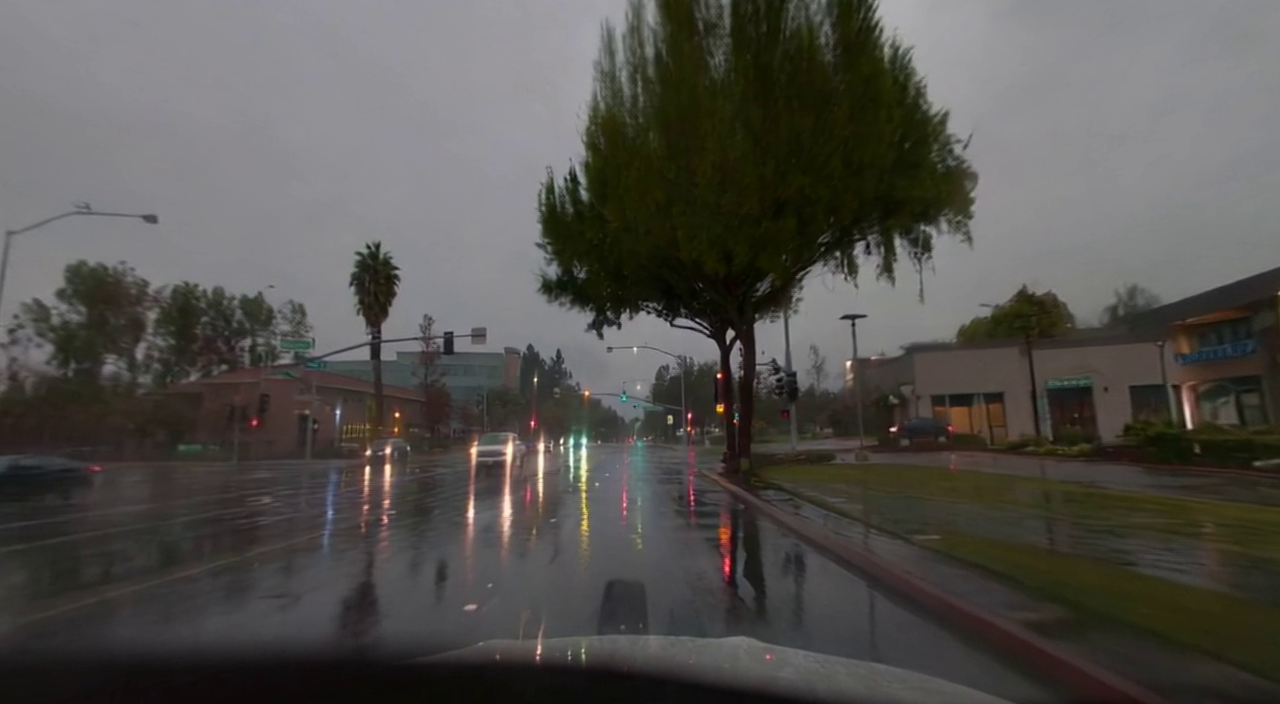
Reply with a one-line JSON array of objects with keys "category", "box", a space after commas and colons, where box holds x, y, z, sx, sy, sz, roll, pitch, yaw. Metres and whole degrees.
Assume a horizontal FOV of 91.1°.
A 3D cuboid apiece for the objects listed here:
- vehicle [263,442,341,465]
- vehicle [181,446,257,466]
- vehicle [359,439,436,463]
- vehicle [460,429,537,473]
[{"category": "vehicle", "box": [-25.847, 7.761, 48.146, 4.664, 1.735, 2.178, 0, -8, 1]}, {"category": "vehicle", "box": [-32.530, 8.050, 48.565, 4.421, 1.482, 1.927, 0, -8, 0]}, {"category": "vehicle", "box": [-18.615, 7.619, 48.338, 4.983, 1.823, 2.078, 0, -8, 1]}, {"category": "vehicle", "box": [-6.022, 4.303, 27.405, 2.121, 1.731, 4.707, 0, -8, 2]}]
